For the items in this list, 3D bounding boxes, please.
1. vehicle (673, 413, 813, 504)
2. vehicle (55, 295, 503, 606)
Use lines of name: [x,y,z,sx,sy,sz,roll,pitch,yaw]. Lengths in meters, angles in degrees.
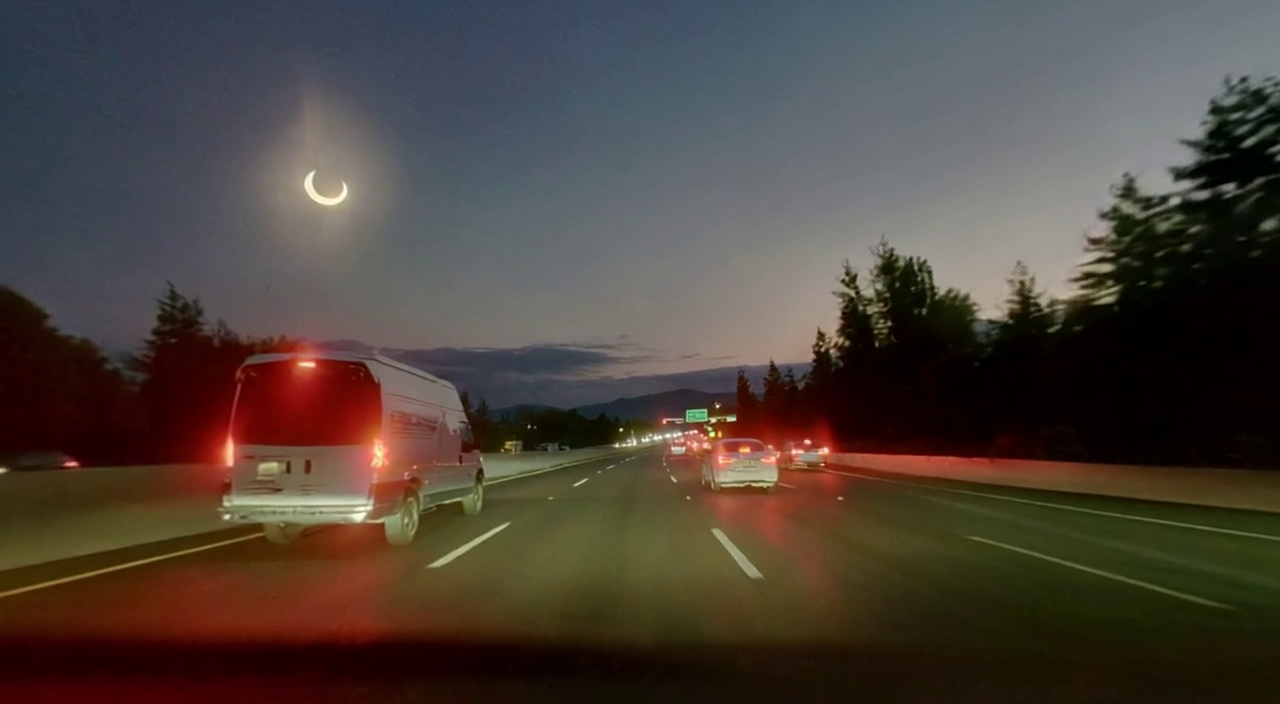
vehicle: [2.492,2.864,17.365,2.693,2.044,5.882,0,-9,-2]
vehicle: [-3.729,1.271,8.517,2.369,2.682,6.088,0,-9,0]
